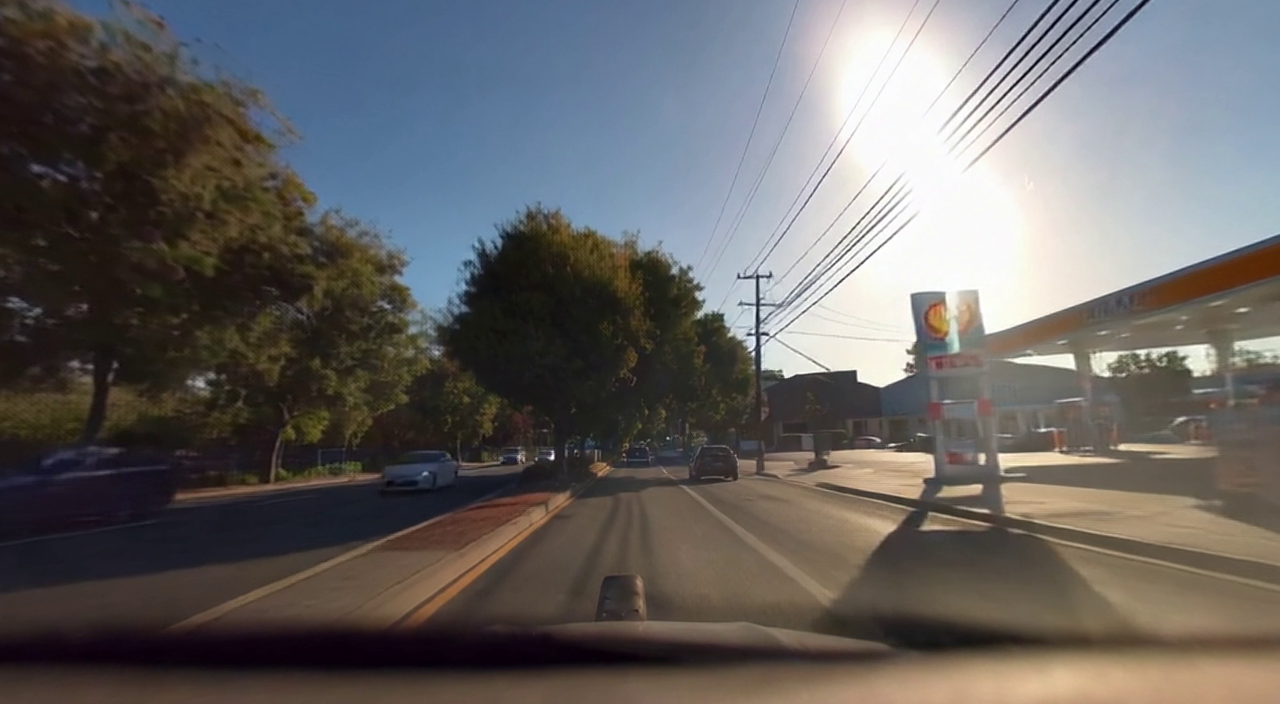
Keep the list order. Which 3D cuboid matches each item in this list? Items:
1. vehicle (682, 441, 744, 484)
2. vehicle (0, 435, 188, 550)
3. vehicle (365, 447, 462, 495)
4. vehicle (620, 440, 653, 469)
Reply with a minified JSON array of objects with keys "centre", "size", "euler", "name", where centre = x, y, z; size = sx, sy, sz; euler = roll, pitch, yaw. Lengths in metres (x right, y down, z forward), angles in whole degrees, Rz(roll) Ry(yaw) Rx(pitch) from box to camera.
[{"centre":[2.918,4.531,26.189],"size":[1.990,1.592,4.294],"euler":[0,-8,-1],"name":"vehicle"},{"centre":[-11.491,2.550,12.004],"size":[2.301,1.827,4.754],"euler":[0,-8,-1],"name":"vehicle"},{"centre":[-8.382,4.410,23.881],"size":[2.085,1.582,4.305],"euler":[-1,-8,0],"name":"vehicle"},{"centre":[-0.274,7.000,43.252],"size":[2.163,1.825,4.073],"euler":[-1,-8,-1],"name":"vehicle"}]
